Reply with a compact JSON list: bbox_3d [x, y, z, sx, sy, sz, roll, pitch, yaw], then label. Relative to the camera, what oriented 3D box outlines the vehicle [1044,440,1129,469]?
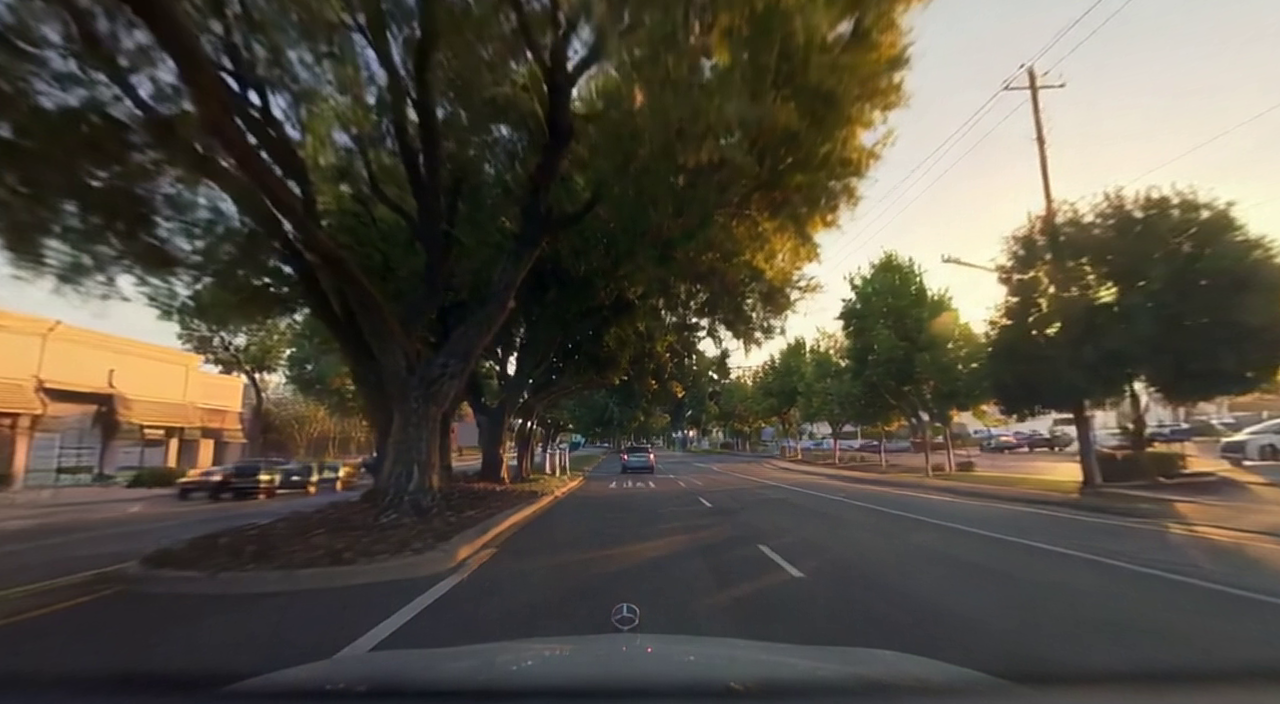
[{"bbox_3d":[25.776,5.951,36.481,1.883,1.524,4.065,-2,-9,0],"label":"vehicle"}]

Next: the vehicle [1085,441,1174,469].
[{"bbox_3d":[28.394,5.992,36.676,1.898,1.536,4.025,0,-9,0],"label":"vehicle"}]

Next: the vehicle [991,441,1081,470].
[{"bbox_3d":[22.804,5.973,36.499,1.955,1.499,4.687,-2,-8,-2],"label":"vehicle"}]

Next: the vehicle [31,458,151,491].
[{"bbox_3d":[-29.208,6.504,33.593,4.367,1.613,2.004,0,-8,-3],"label":"vehicle"}]

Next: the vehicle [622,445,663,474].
[{"bbox_3d":[0.068,5.653,33.368,1.998,1.452,3.773,0,-8,-2],"label":"vehicle"}]

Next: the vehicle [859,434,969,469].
[{"bbox_3d":[15.817,5.765,36.399,5.466,1.861,2.135,-6,-10,31],"label":"vehicle"}]

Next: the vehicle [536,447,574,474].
[{"bbox_3d":[-4.938,6.383,37.220,2.033,1.486,3.771,1,-9,-5],"label":"vehicle"}]
